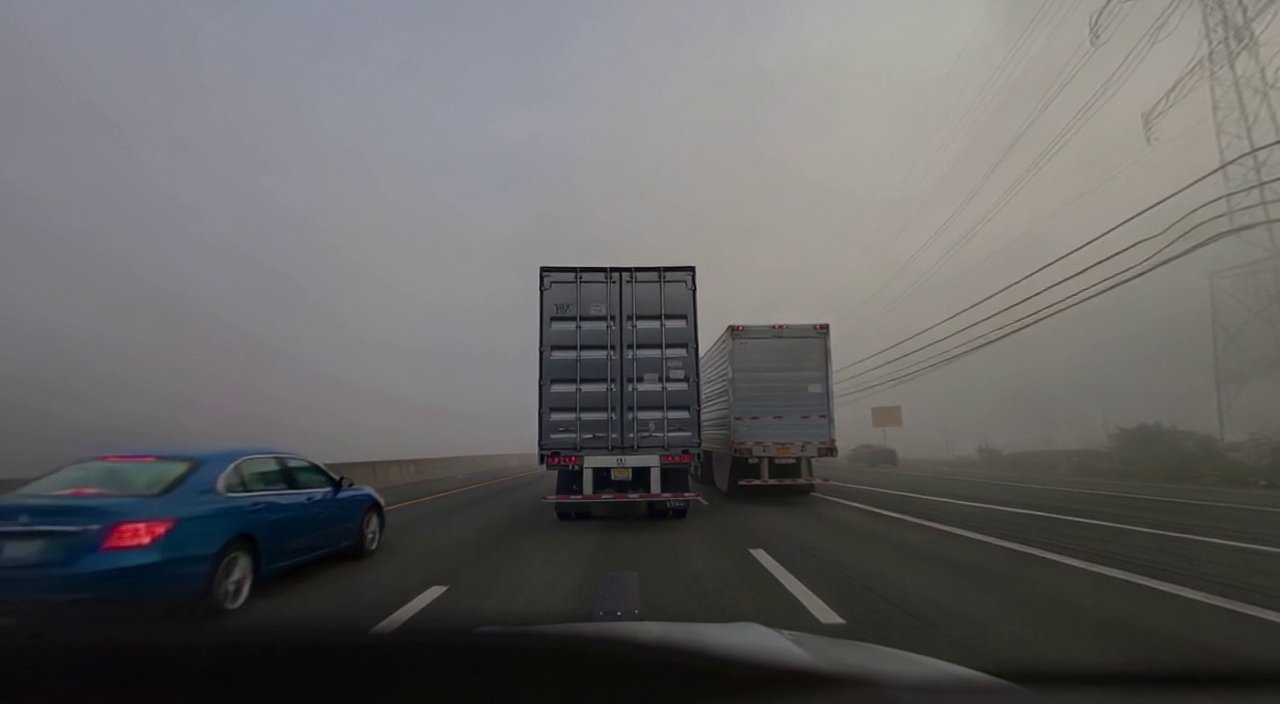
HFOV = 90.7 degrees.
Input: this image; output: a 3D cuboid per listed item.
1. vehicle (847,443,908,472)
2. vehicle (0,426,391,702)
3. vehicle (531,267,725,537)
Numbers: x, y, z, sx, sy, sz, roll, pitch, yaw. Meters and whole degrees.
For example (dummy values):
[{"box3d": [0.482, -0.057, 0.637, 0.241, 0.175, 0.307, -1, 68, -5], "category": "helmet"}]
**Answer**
[{"box3d": [12.768, 5.706, 34.280, 1.766, 1.452, 3.703, 0, -9, -2], "category": "vehicle"}, {"box3d": [-4.182, 1.497, 5.756, 1.993, 1.475, 4.540, 0, -9, 0], "category": "vehicle"}, {"box3d": [-0.172, 1.584, 15.559, 2.841, 4.071, 12.046, 0, -9, 0], "category": "vehicle"}]
